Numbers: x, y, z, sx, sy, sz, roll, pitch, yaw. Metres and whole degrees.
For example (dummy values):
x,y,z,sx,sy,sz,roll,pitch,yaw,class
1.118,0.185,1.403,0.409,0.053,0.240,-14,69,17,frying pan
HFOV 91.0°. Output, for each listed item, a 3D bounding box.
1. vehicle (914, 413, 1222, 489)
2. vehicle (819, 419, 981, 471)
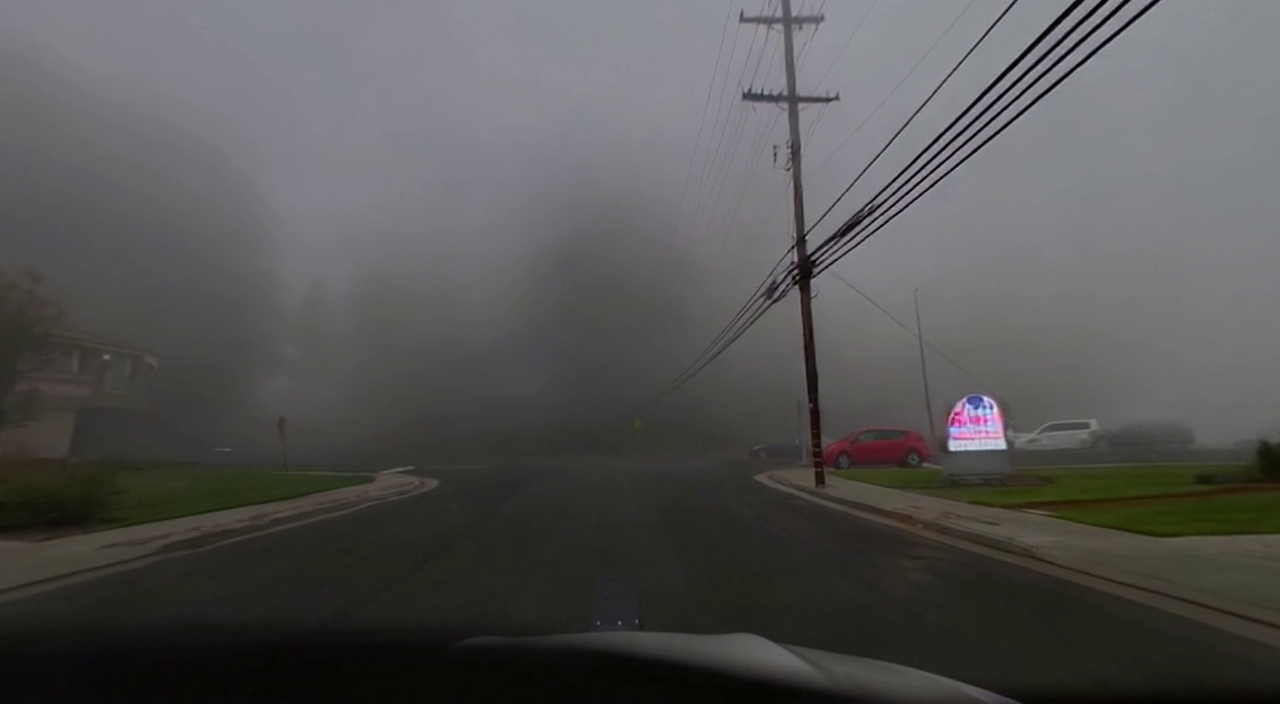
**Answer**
x,y,z,sx,sy,sz,roll,pitch,yaw,class
10.430,2.470,15.774,6.000,1.740,2.356,0,-8,-1,vehicle
10.477,3.804,25.754,5.593,1.993,2.233,0,-8,1,vehicle
